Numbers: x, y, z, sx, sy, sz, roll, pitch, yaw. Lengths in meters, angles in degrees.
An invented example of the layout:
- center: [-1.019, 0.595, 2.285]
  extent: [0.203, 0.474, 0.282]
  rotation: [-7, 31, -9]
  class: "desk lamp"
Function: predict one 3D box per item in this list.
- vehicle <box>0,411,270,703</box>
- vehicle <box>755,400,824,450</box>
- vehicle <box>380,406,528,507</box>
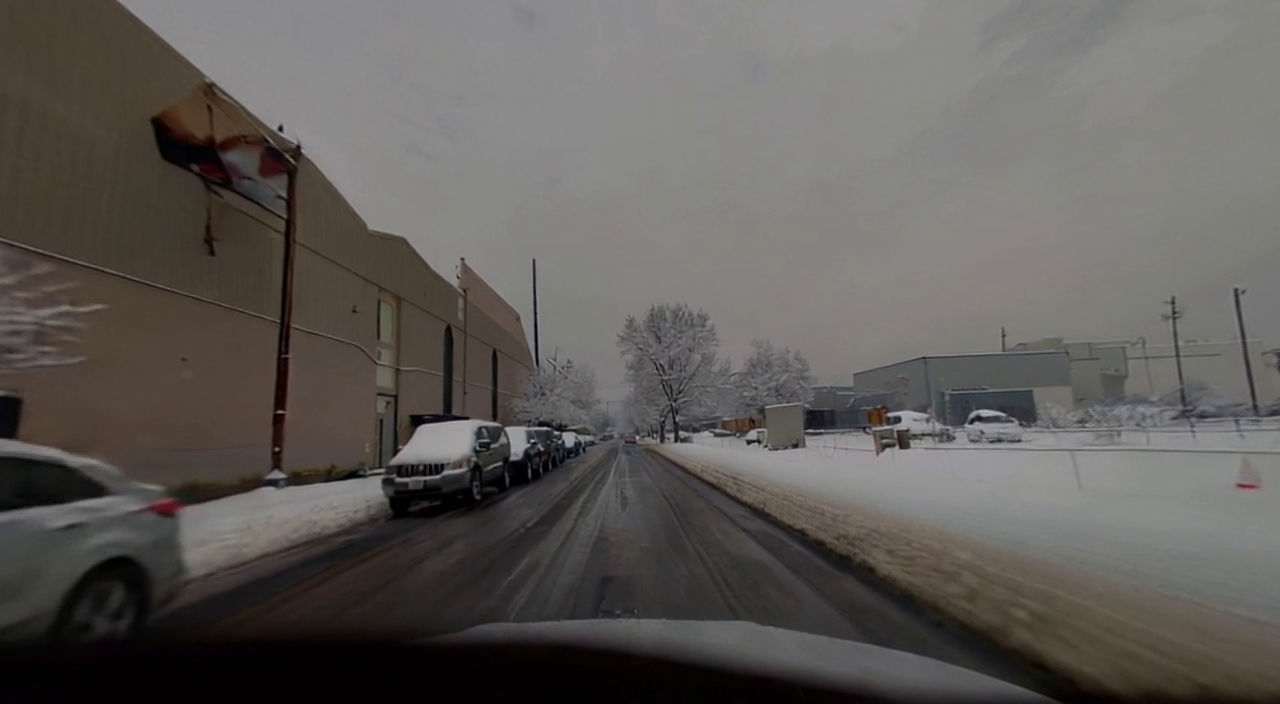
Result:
- center: [-4.122, 1.124, 3.115]
  extent: [2.040, 1.501, 4.440]
  rotation: [-4, -9, -2]
  class: "vehicle"
- center: [10.117, 5.090, 43.497]
  extent: [2.622, 3.108, 7.053]
  rotation: [0, -8, -3]
  class: "vehicle"
- center: [-4.170, 2.494, 15.065]
  extent: [2.161, 1.843, 5.181]
  rotation: [-3, -9, -3]
  class: "vehicle"
